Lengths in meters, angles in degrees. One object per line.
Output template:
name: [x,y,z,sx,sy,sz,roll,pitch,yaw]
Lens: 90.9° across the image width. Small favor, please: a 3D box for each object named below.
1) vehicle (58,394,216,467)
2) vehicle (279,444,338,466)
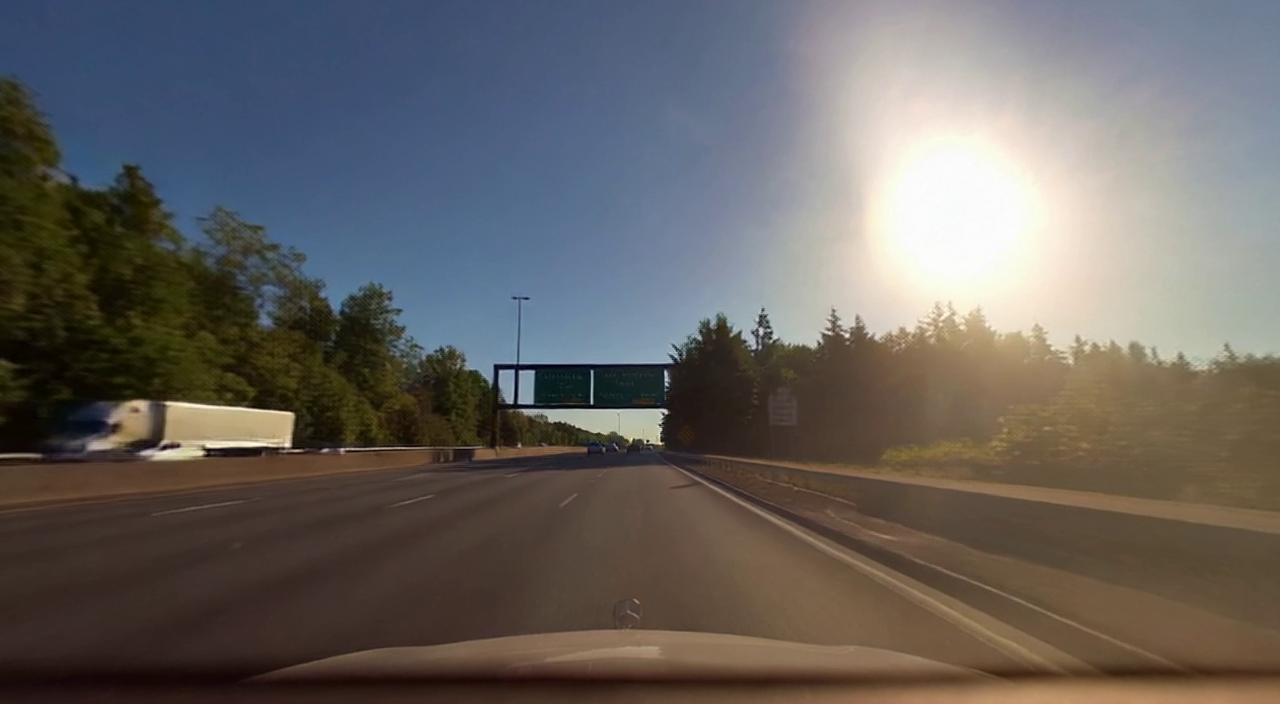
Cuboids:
vehicle: [-28.262,4.595,35.971,3.003,3.733,6.945,0,-9,1]
vehicle: [-23.713,7.397,45.264,1.836,1.450,4.415,0,-9,-1]
